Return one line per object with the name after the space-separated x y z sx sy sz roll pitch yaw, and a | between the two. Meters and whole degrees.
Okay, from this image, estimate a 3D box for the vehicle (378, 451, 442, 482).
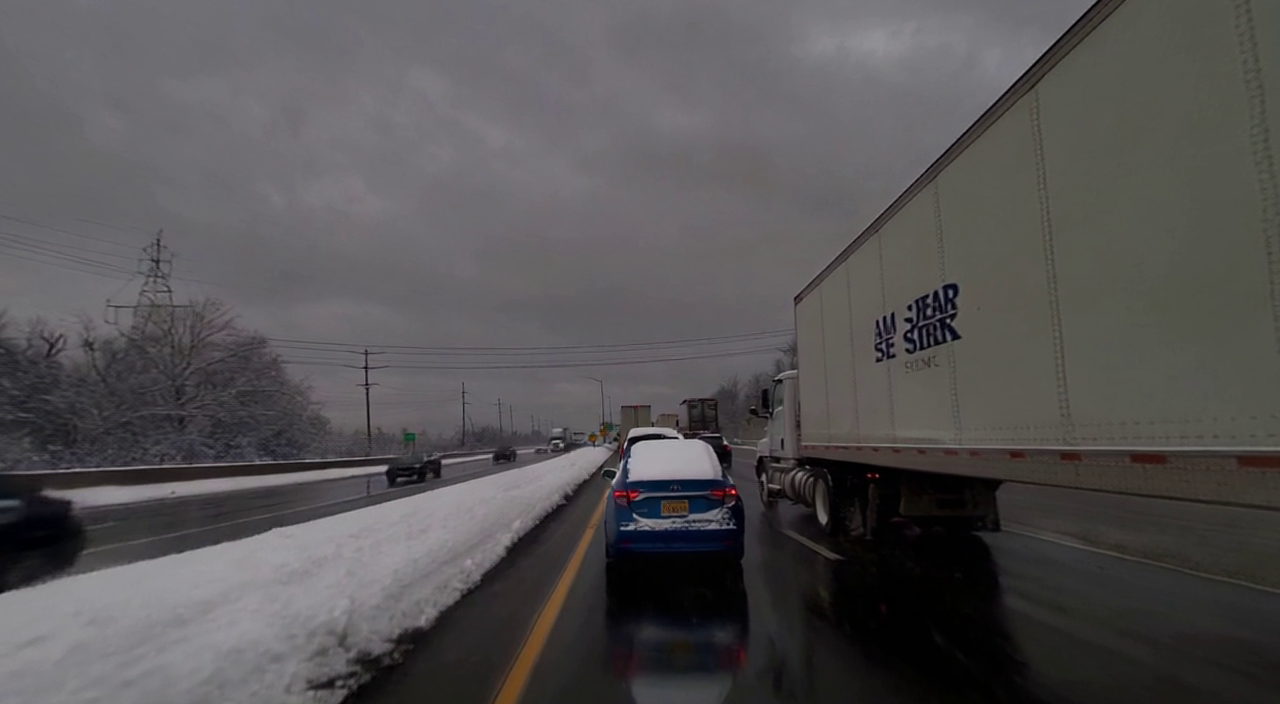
-12.401 6.187 34.226 1.853 1.445 4.478 0 -8 -1 | vehicle

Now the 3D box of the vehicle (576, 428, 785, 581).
0.333 1.745 7.998 2.045 1.446 3.597 0 -8 -2 | vehicle

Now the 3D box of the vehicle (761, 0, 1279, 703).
4.132 0.023 5.018 3.138 4.065 14.276 0 -8 -1 | vehicle
